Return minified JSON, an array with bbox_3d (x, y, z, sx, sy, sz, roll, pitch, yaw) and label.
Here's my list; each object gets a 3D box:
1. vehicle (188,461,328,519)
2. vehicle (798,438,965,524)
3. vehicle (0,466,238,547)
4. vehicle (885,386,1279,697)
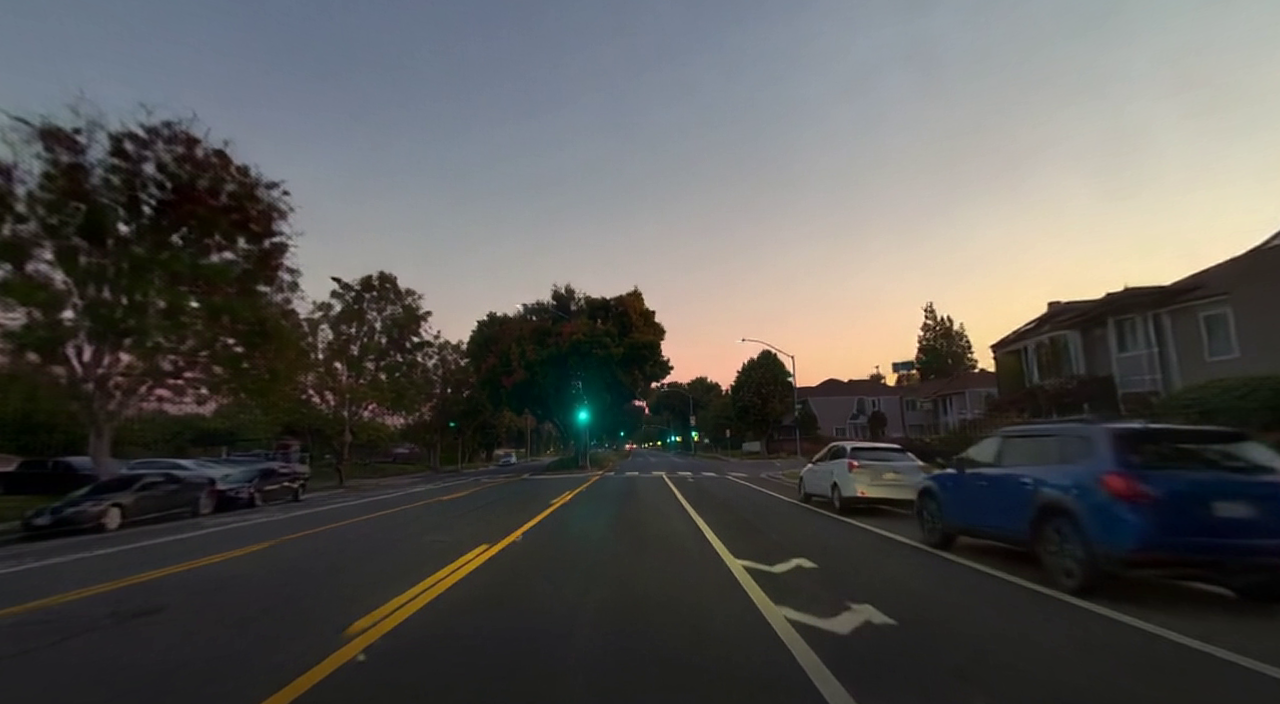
[{"bbox_3d":[-12.474,4.499,20.993,1.851,1.472,4.532,-1,-7,0],"label":"vehicle"},{"bbox_3d":[4.904,2.641,13.593,1.915,1.521,4.375,0,-8,1],"label":"vehicle"},{"bbox_3d":[-12.607,3.703,15.715,1.983,1.513,4.662,0,-8,2],"label":"vehicle"},{"bbox_3d":[4.649,1.455,6.303,2.218,1.789,5.146,0,-8,-1],"label":"vehicle"}]
